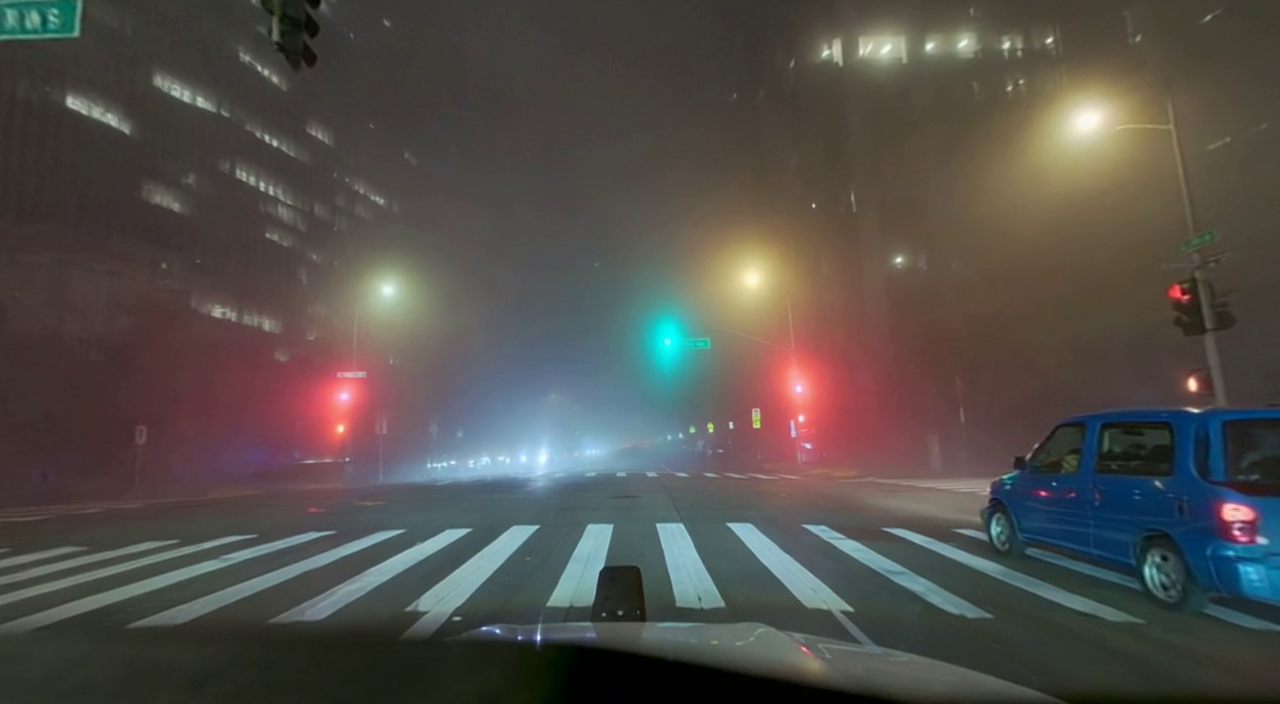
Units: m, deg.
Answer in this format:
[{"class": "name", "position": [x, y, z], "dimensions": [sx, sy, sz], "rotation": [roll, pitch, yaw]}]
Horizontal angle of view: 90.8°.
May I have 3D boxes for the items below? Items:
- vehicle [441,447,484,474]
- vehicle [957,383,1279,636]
[{"class": "vehicle", "position": [-12.419, 7.568, 44.456], "dimensions": [1.935, 1.639, 4.244], "rotation": [-3, -8, -2]}, {"class": "vehicle", "position": [5.577, 1.399, 6.362], "dimensions": [2.070, 1.804, 4.881], "rotation": [0, -8, -2]}]
